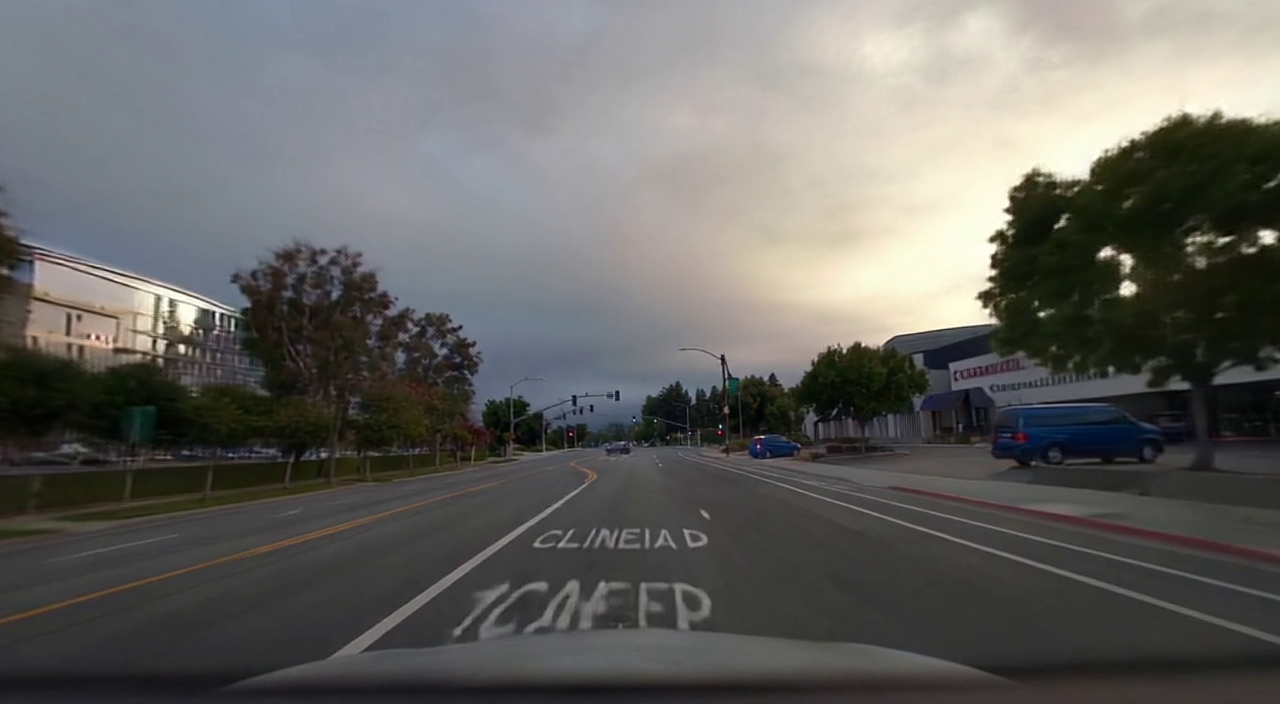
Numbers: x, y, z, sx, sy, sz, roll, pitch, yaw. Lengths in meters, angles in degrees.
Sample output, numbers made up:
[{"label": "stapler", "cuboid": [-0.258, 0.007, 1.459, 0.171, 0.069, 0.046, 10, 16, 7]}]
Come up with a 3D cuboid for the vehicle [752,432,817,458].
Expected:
[{"label": "vehicle", "cuboid": [10.950, 7.022, 47.531, 4.635, 1.821, 2.087, 6, -10, -33]}]

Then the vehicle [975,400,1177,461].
[{"label": "vehicle", "cuboid": [15.812, 2.915, 23.134, 5.546, 2.117, 2.443, 0, -8, 0]}]

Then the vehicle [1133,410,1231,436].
[{"label": "vehicle", "cuboid": [36.156, 4.787, 42.097, 1.947, 1.592, 4.418, 4, -9, -24]}]
